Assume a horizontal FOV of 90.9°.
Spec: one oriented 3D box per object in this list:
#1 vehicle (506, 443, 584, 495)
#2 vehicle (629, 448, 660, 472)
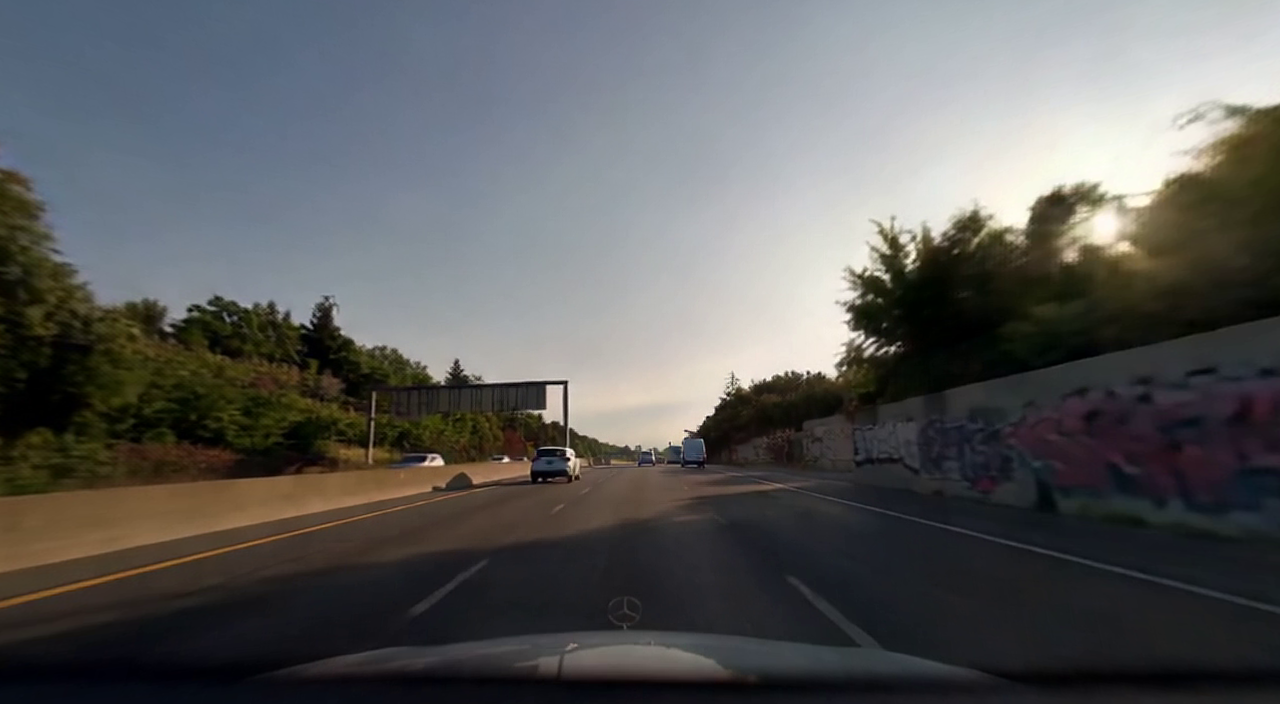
[{"bbox_3d":[-3.251,4.099,22.445,1.964,1.618,4.489,0,-9,1],"label":"vehicle"},{"bbox_3d":[0.340,7.752,45.354,2.108,1.663,3.159,0,-9,1],"label":"vehicle"}]
